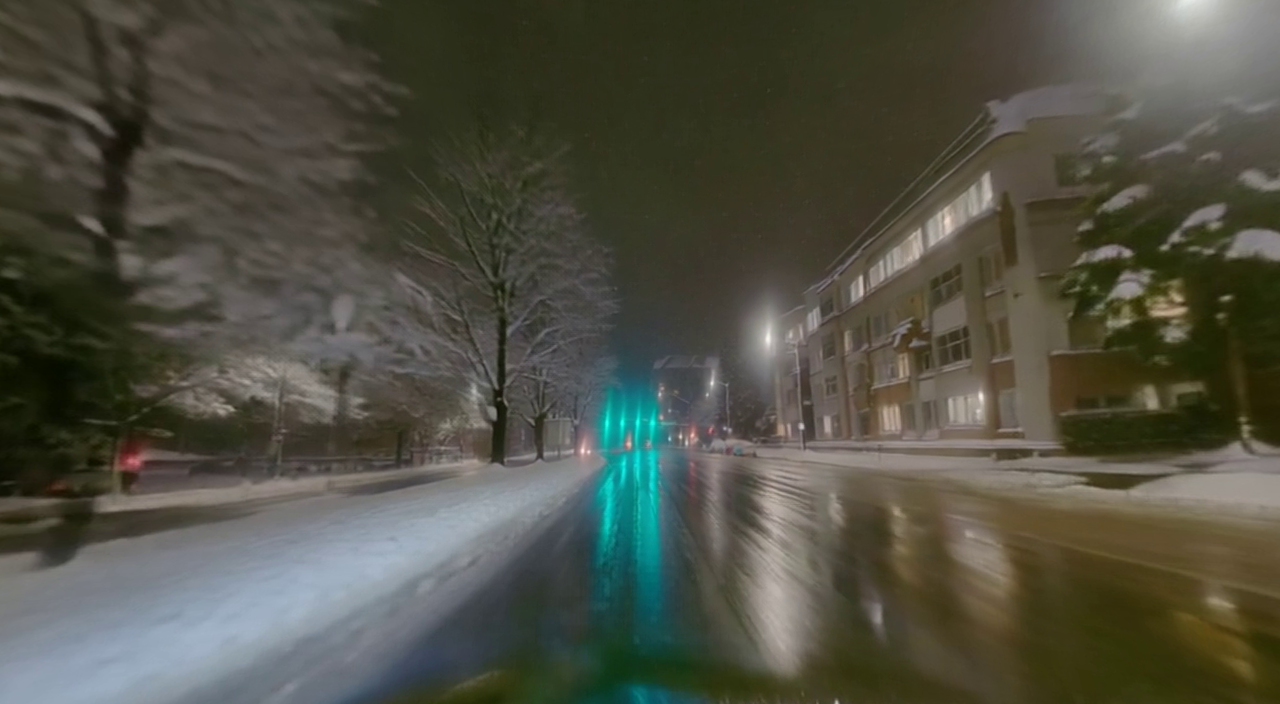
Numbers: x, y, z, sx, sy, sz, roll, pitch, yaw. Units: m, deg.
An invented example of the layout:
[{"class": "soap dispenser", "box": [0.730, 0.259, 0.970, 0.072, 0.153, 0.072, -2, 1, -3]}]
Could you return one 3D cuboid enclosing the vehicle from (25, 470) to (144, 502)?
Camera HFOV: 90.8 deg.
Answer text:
[{"class": "vehicle", "box": [-32.359, 7.802, 37.046, 1.807, 1.568, 4.997, -3, -9, 12]}]
